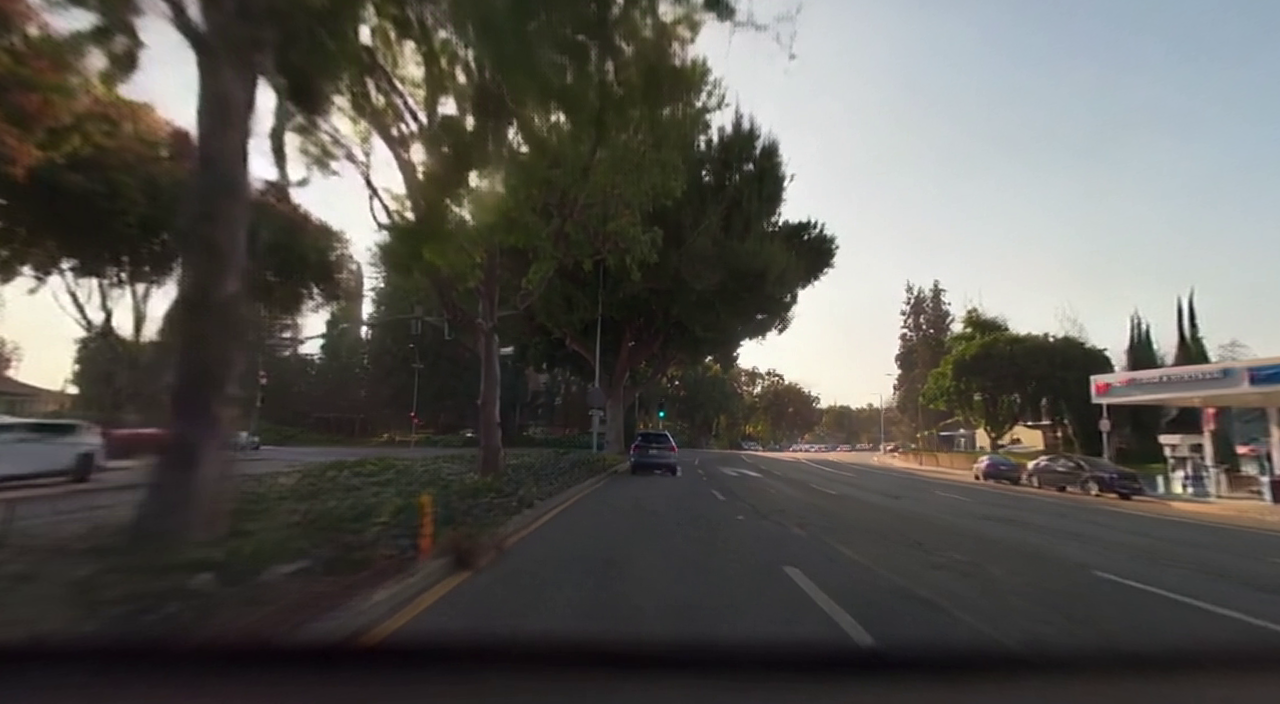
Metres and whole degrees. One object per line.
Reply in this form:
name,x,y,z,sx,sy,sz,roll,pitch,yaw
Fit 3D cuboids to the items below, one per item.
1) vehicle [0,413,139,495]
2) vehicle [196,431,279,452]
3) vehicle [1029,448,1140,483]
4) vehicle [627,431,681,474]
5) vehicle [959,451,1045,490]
vehicle,-12.744,2.029,12.599,2.027,1.486,4.105,0,-9,2
vehicle,-29.869,6.667,46.964,4.749,1.463,1.871,1,-9,-10
vehicle,22.068,5.618,31.413,4.331,1.604,1.858,1,-9,-10
vehicle,0.594,4.163,26.288,2.055,1.655,4.204,0,-9,2
vehicle,15.555,5.068,27.414,2.099,1.464,4.615,-3,-9,16
